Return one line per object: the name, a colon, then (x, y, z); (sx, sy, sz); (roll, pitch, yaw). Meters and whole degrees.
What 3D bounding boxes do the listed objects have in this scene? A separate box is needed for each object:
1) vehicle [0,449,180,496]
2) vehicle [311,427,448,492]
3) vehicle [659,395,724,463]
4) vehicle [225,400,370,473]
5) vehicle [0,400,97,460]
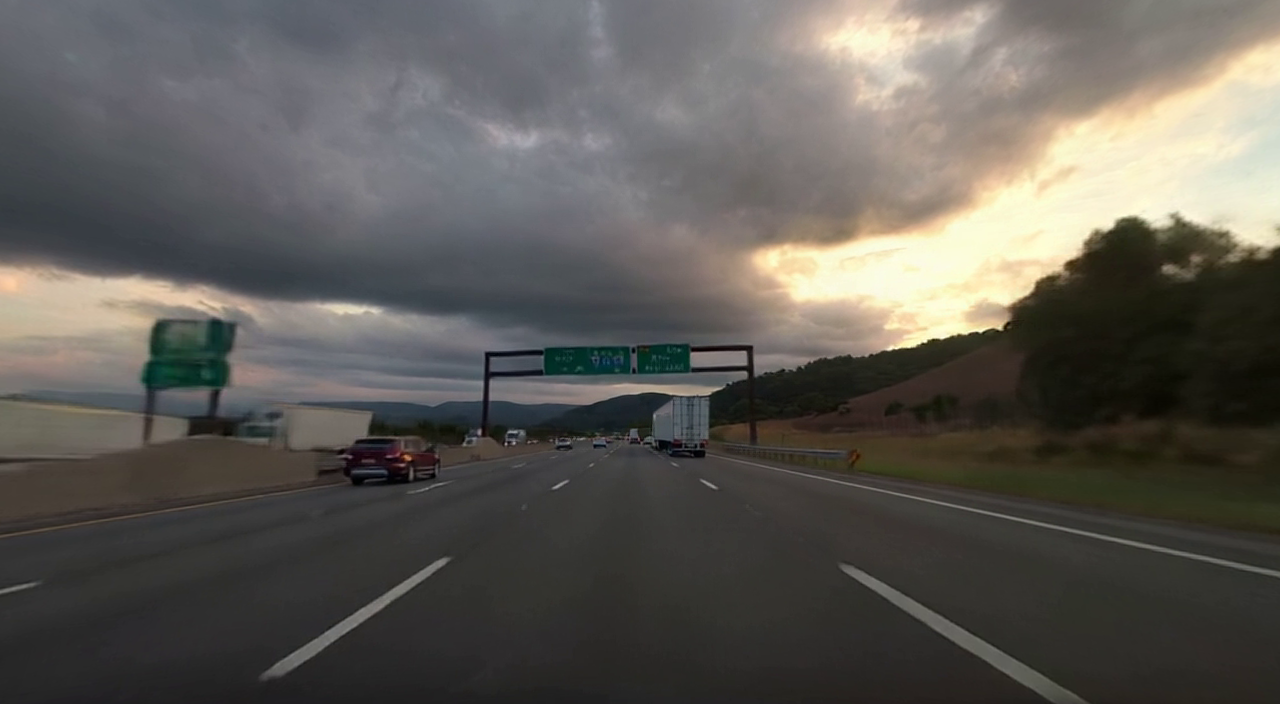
vehicle: (-25.185, 4.838, 25.212); (2.631, 1.525, 16.050); (0, -8, -3)
vehicle: (-7.364, 3.048, 18.439); (2.076, 1.636, 4.597); (0, -8, 0)
vehicle: (3.005, 4.991, 40.550); (2.760, 3.710, 12.230); (0, -7, -2)
vehicle: (-19.173, 4.857, 36.303); (2.912, 3.597, 9.830); (0, -8, -1)
vehicle: (-25.237, 3.153, 25.261); (2.124, 2.243, 5.489); (0, -8, -2)
